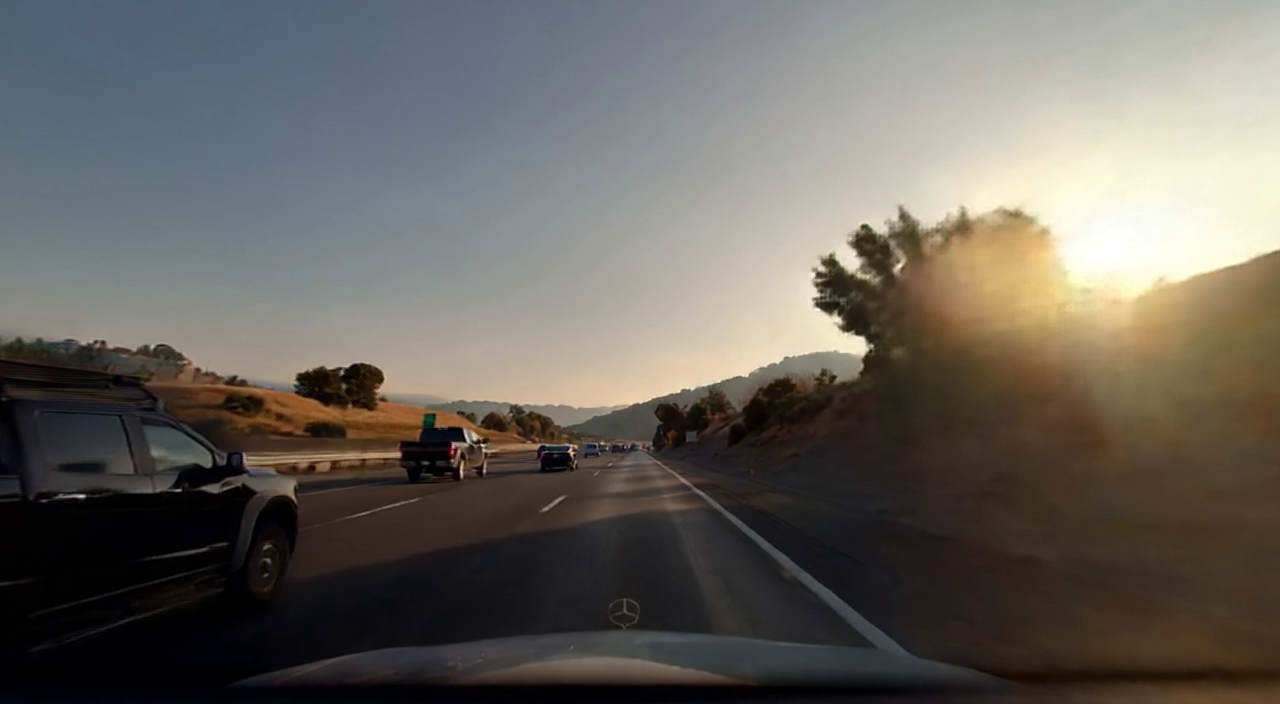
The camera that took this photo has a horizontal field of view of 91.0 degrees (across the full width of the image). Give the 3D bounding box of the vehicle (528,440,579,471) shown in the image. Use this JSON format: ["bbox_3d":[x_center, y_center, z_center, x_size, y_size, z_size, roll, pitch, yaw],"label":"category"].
[{"bbox_3d":[-4.391,5.356,32.696,2.012,1.509,4.359,0,-9,1],"label":"vehicle"}]

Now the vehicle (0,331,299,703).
[{"bbox_3d":[-4.004,0.792,2.686,2.200,1.807,5.041,0,-9,1],"label":"vehicle"}]

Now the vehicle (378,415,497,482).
[{"bbox_3d":[-7.563,3.715,24.415,2.594,2.254,6.028,0,-9,0],"label":"vehicle"}]
